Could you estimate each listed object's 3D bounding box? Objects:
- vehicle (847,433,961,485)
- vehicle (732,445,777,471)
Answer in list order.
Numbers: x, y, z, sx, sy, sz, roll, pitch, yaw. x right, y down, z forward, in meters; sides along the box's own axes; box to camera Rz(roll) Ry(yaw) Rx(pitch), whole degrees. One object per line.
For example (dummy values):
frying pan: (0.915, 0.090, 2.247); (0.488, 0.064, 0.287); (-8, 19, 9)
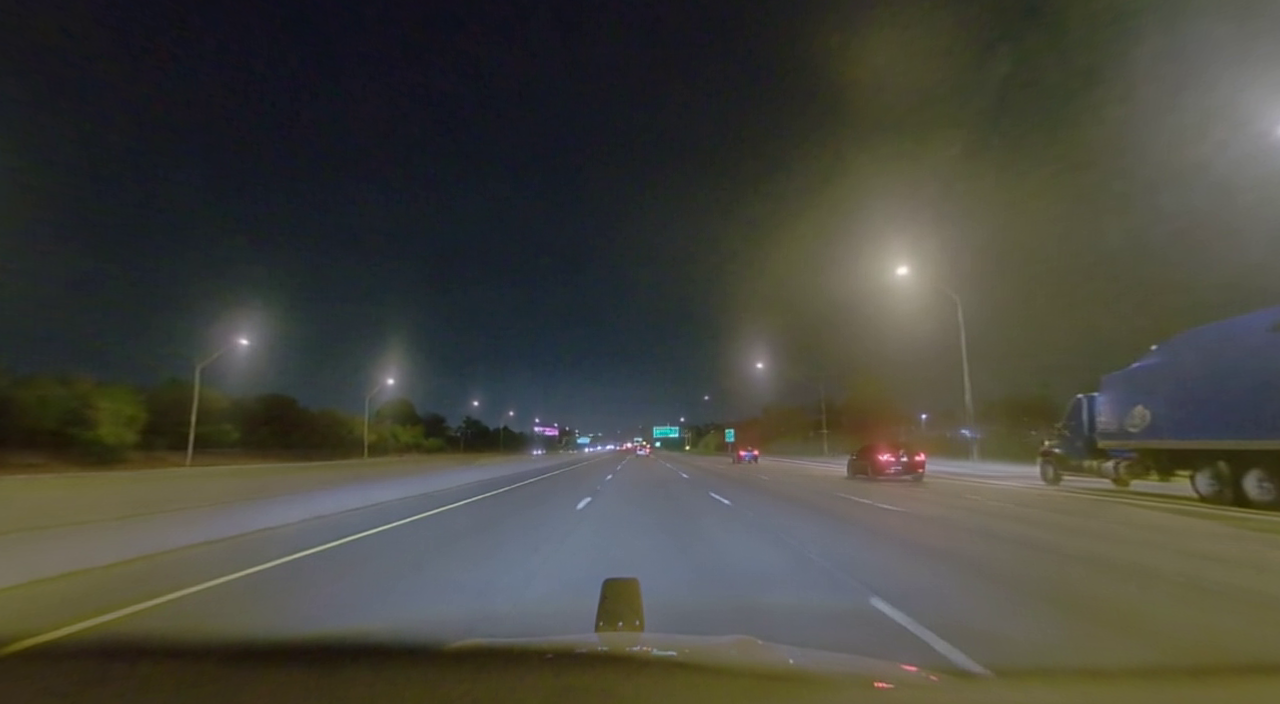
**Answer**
vehicle: (10.961, 4.507, 26.738); (2.387, 1.936, 5.646); (0, -9, 0)
vehicle: (7.346, 6.867, 40.974); (2.053, 1.553, 4.463); (0, -9, -1)
